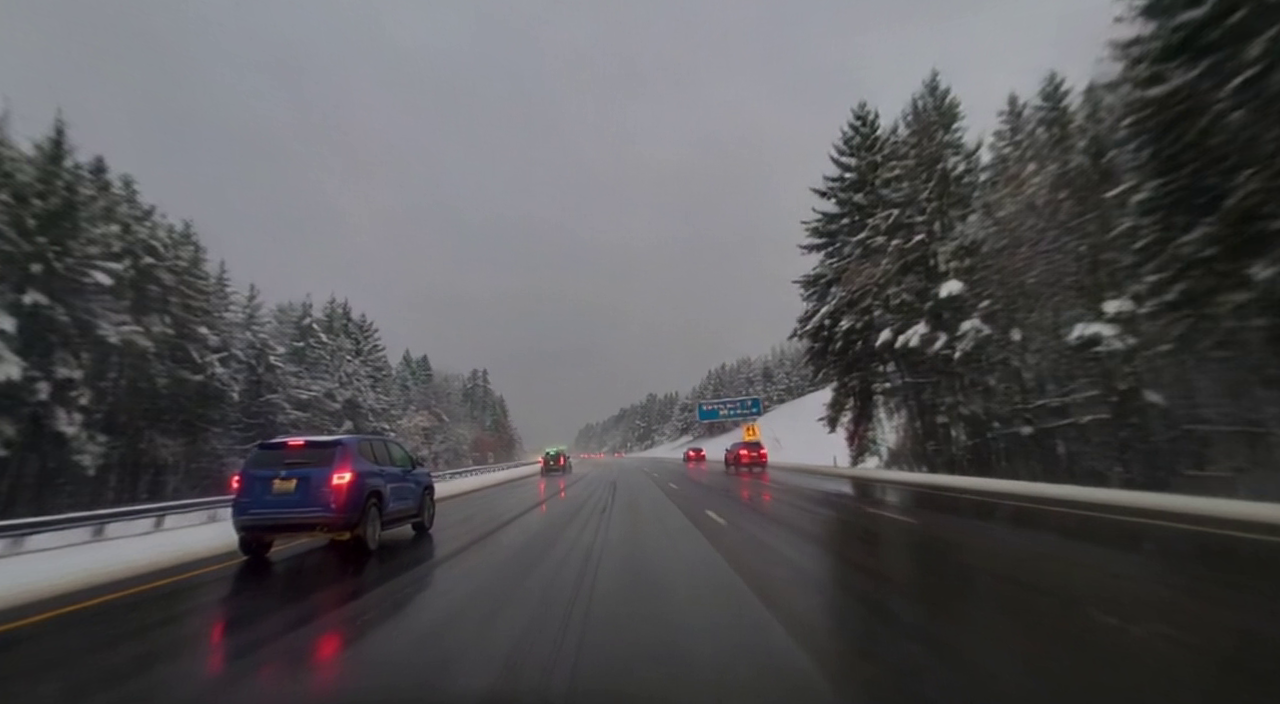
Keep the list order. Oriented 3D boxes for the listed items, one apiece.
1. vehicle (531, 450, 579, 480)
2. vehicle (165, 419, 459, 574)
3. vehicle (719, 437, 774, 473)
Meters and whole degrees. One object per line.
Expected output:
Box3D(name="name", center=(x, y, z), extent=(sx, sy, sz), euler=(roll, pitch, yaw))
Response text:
Box3D(name="vehicle", center=(-4.450, 5.961, 33.529), extent=(2.009, 1.488, 4.289), euler=(0, -9, -1))
Box3D(name="vehicle", center=(-4.382, 1.992, 9.411), extent=(2.079, 1.745, 4.281), euler=(0, -9, 0))
Box3D(name="vehicle", center=(6.591, 6.476, 39.672), extent=(2.378, 2.096, 5.119), euler=(0, -9, -2))
